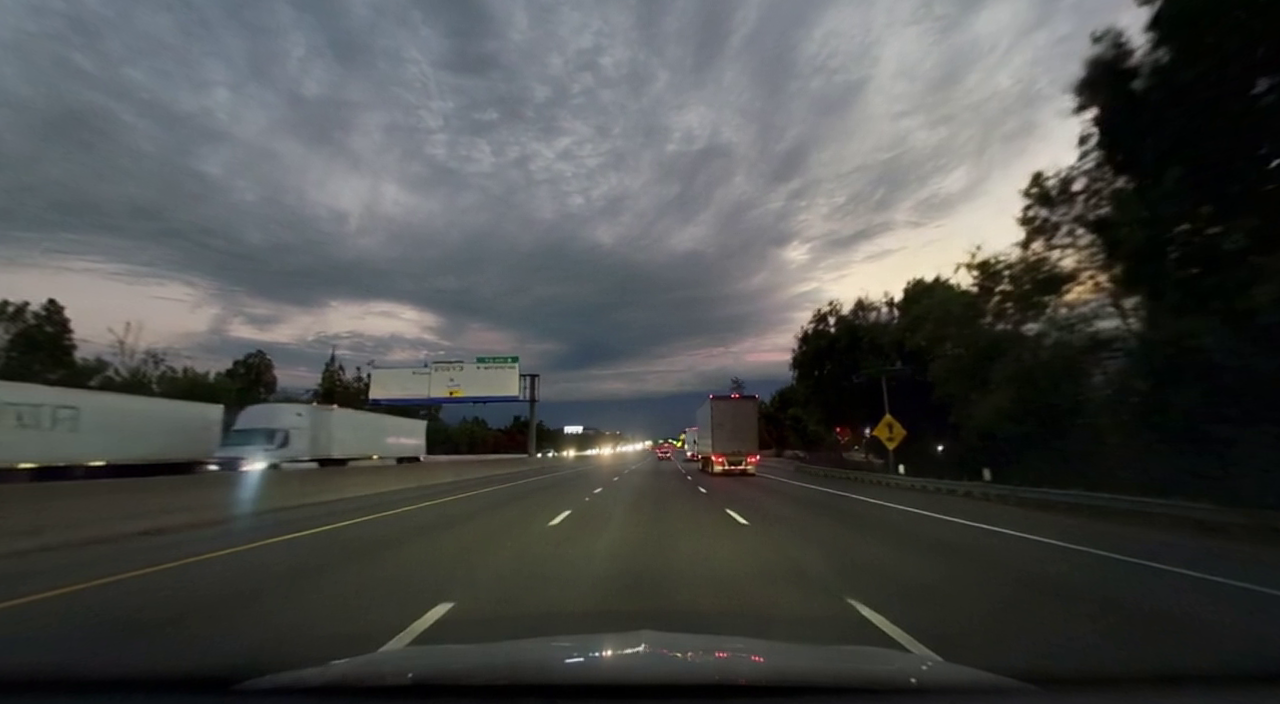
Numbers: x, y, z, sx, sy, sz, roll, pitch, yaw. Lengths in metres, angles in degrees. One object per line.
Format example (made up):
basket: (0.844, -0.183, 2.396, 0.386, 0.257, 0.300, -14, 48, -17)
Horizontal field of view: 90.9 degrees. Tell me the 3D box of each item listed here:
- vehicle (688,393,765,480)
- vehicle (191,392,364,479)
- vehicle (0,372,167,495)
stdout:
vehicle: (4.762, 5.144, 38.058, 2.826, 4.269, 14.176, 0, -8, 1)
vehicle: (-18.380, 4.471, 33.095, 3.186, 3.906, 9.306, 0, -9, 2)
vehicle: (-22.712, 2.871, 21.908, 3.049, 4.039, 11.774, 0, -9, 2)
